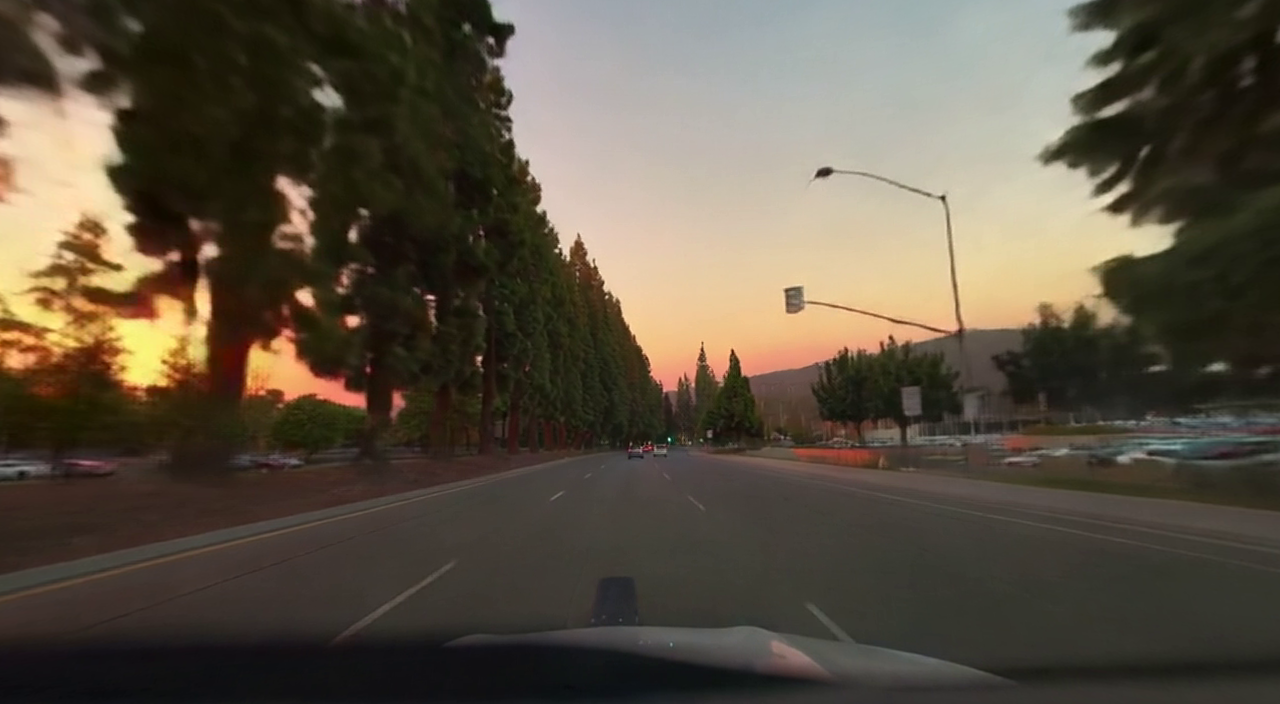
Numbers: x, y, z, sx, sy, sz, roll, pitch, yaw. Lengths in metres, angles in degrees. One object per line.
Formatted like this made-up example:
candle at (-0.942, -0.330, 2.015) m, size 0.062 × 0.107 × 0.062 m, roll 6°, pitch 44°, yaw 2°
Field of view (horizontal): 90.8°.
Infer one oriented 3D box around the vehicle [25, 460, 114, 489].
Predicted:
vehicle at (-35.414, 7.607, 39.265) m, size 4.028 × 1.534 × 1.716 m, roll -3°, pitch -9°, yaw 3°

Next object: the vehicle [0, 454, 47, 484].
vehicle at (-46.788, 8.592, 46.459) m, size 1.771 × 2.027 × 4.572 m, roll 0°, pitch -8°, yaw 1°
